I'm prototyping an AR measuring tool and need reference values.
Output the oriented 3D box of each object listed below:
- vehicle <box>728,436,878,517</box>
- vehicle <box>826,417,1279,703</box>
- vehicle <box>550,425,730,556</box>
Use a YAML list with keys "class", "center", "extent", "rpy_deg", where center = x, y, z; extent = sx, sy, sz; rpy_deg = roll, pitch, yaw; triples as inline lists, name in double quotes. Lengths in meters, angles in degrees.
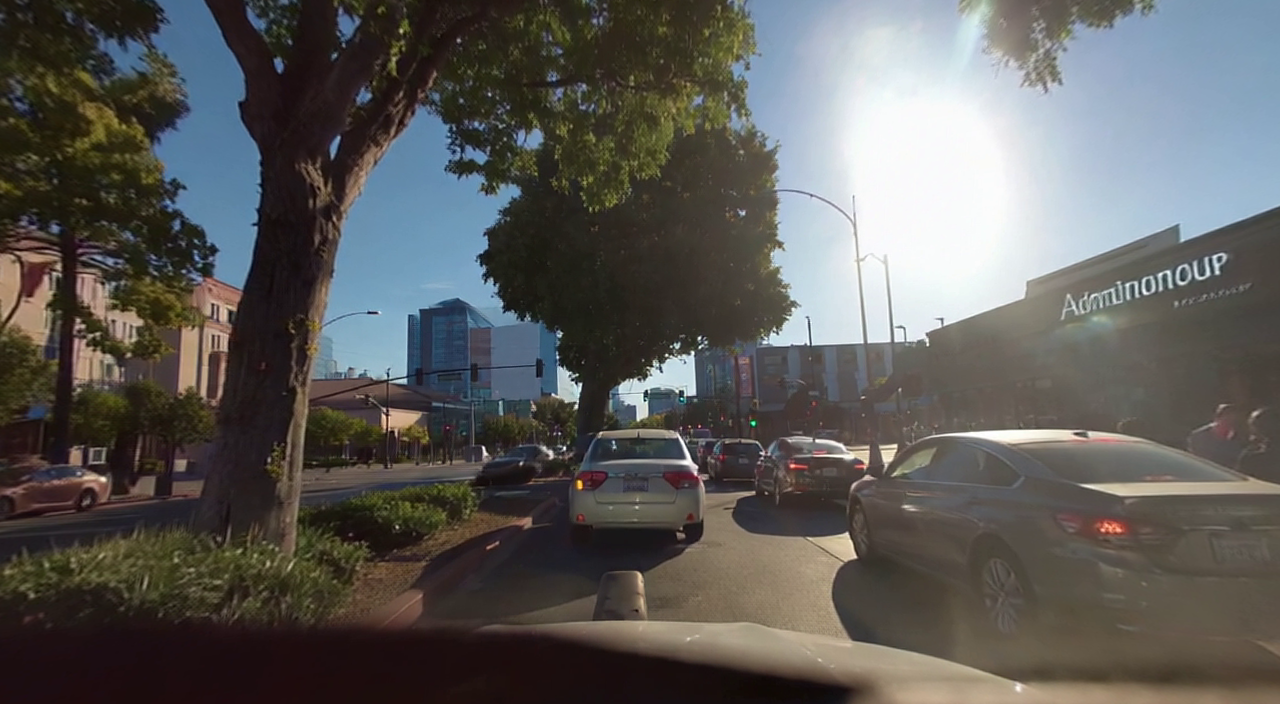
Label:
- class: "vehicle"
  center: [3.338, 2.644, 13.967]
  extent: [1.996, 1.469, 4.495]
  rpy_deg: [0, -9, -2]
- class: "vehicle"
  center: [3.241, 1.383, 5.324]
  extent: [1.912, 1.454, 4.537]
  rpy_deg: [0, -9, -1]
- class: "vehicle"
  center: [-0.030, 1.936, 9.498]
  extent: [2.118, 1.512, 4.013]
  rpy_deg: [0, -9, -1]
